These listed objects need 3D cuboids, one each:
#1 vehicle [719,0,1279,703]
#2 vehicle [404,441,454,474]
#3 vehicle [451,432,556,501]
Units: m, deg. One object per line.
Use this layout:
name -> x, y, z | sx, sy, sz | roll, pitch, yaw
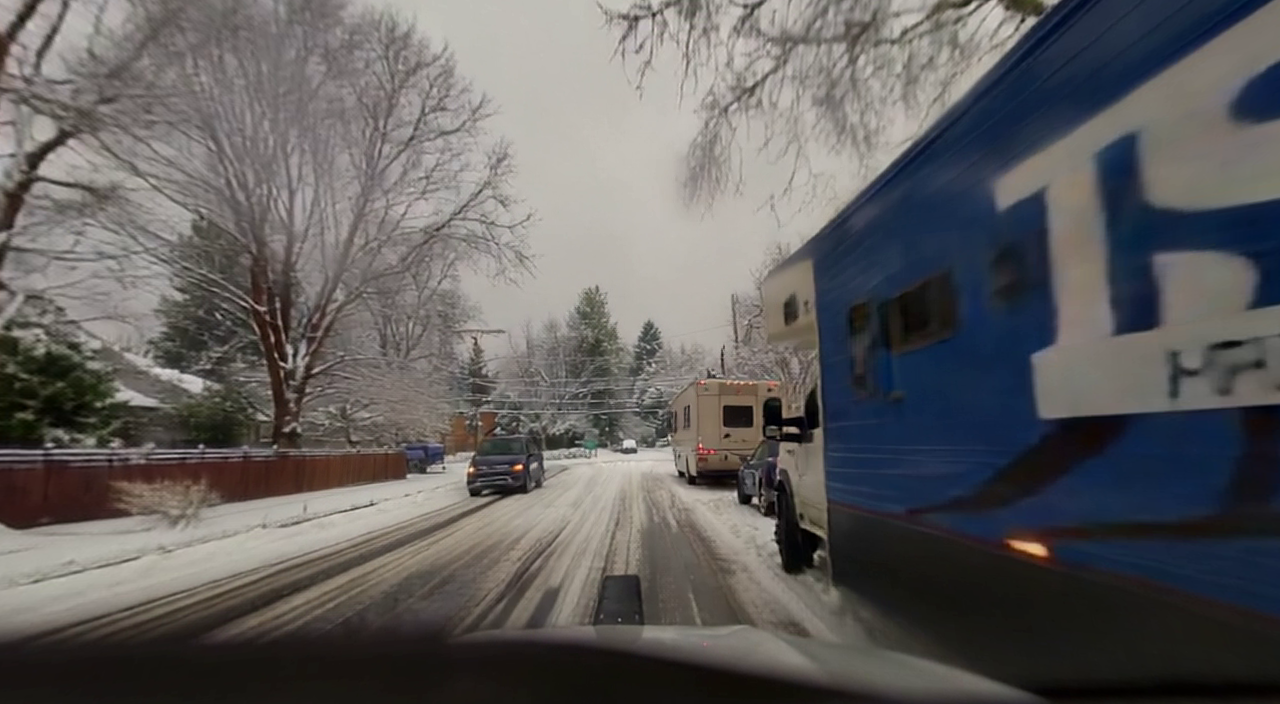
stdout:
vehicle -> 2.955, 0.304, 4.246 | 3.052, 3.440, 11.052 | 0, -8, -2
vehicle -> -13.128, 6.580, 39.508 | 2.111, 1.856, 4.803 | 0, -9, -8
vehicle -> -3.821, 3.294, 18.526 | 2.194, 1.763, 4.288 | 0, -8, -1
